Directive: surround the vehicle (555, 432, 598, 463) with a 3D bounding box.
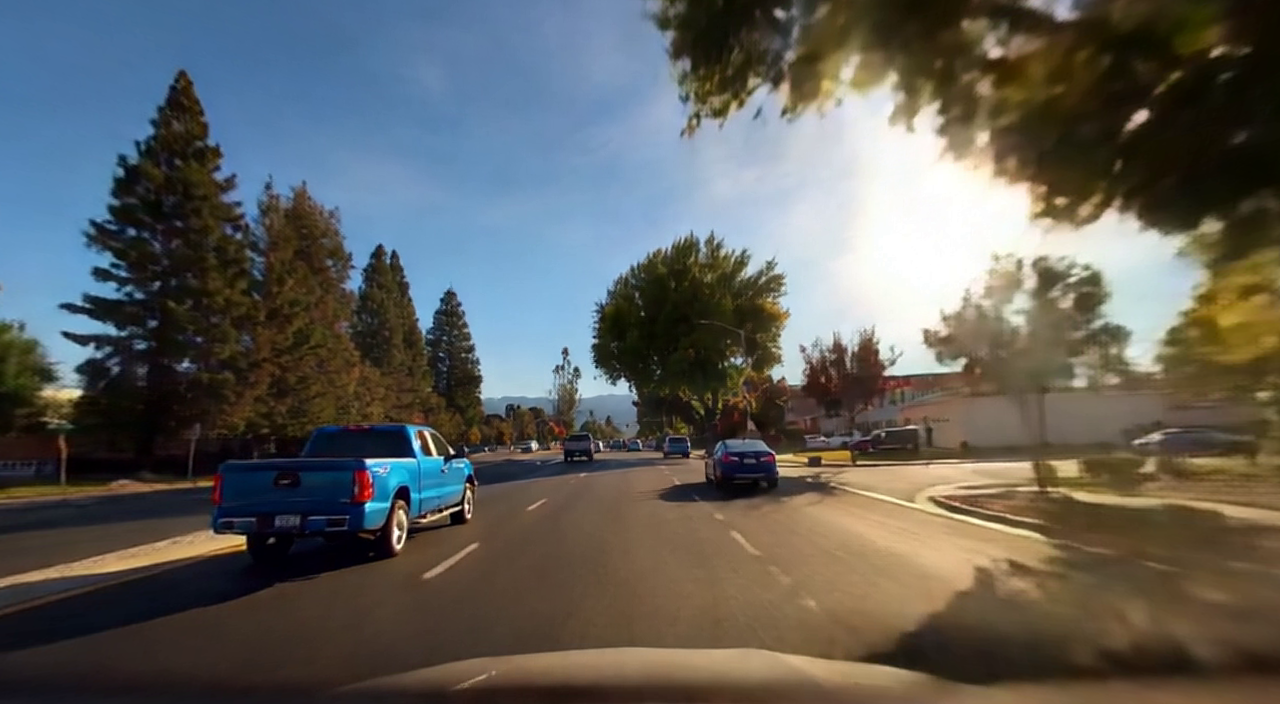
[{"bbox_3d":[-3.970,6.050,40.163,2.218,1.829,4.492,-1,-8,1],"label":"vehicle"}]

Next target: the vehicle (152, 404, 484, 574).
[{"bbox_3d":[-4.032,1.785,9.307,2.111,1.745,5.274,-1,-8,0],"label":"vehicle"}]

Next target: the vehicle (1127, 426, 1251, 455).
[{"bbox_3d":[29.194,4.707,33.708,4.779,1.462,1.929,-1,-8,0],"label":"vehicle"}]

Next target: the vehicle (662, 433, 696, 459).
[{"bbox_3d":[2.954,7.216,48.705,2.099,1.845,4.363,0,-8,-2],"label":"vehicle"}]

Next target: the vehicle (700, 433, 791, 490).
[{"bbox_3d":[2.980,3.176,18.805,1.884,1.463,4.195,0,-8,-2],"label":"vehicle"}]

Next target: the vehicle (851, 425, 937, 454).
[{"bbox_3d":[16.961,5.858,42.374,1.991,1.806,4.902,6,-10,-39],"label":"vehicle"}]
